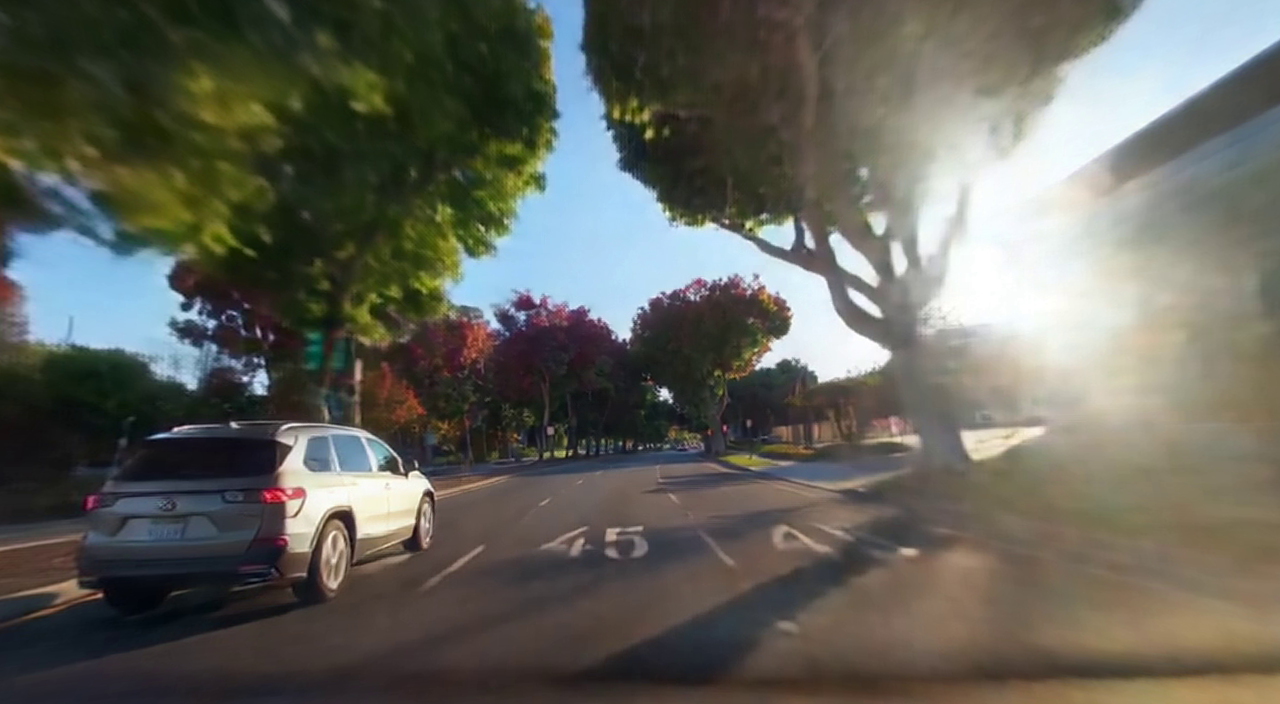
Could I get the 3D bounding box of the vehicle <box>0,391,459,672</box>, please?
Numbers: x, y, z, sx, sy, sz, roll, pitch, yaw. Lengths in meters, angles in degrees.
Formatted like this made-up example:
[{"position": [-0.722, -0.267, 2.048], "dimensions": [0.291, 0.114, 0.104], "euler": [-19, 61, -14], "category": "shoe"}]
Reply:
[{"position": [-3.495, 1.434, 6.227], "dimensions": [2.067, 1.700, 4.561], "euler": [-1, -8, 0], "category": "vehicle"}]
